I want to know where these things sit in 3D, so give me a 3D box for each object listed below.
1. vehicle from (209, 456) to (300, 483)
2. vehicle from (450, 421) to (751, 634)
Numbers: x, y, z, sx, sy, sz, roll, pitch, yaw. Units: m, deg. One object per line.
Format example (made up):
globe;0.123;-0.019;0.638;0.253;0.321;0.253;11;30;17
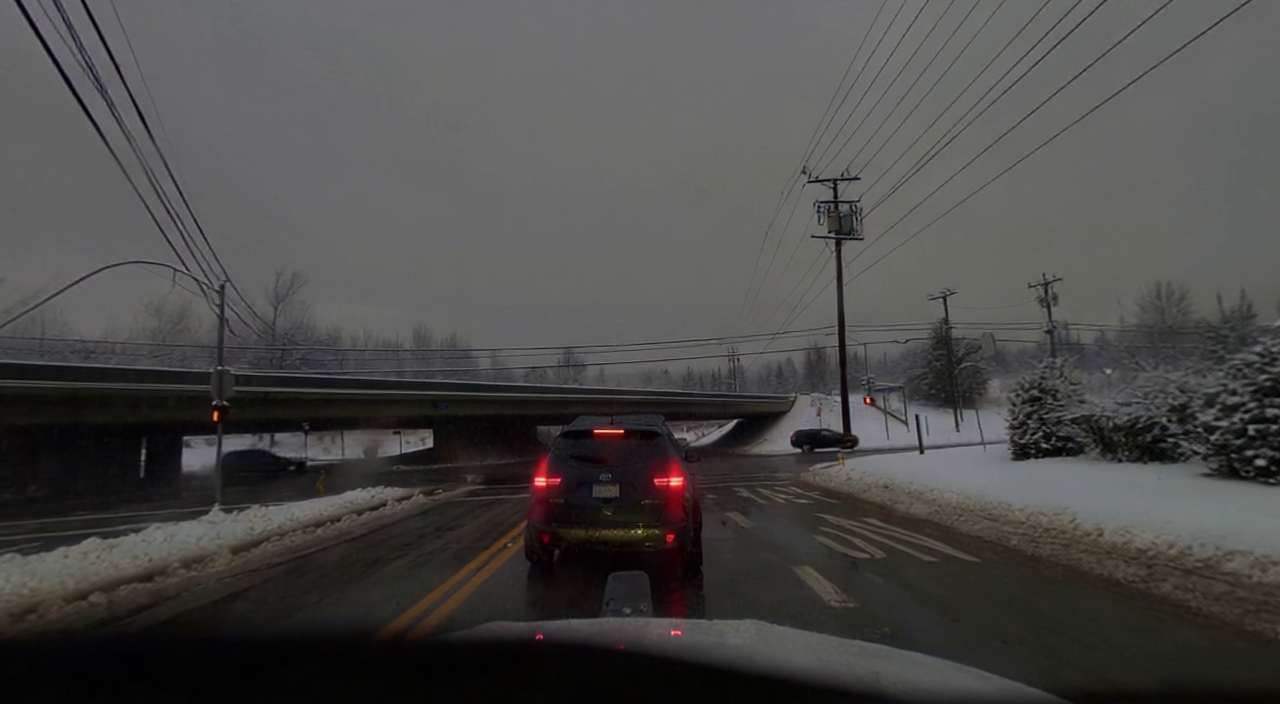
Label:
vehicle;-24.783;7.538;40.635;1.808;1.539;4.600;-8;-11;40
vehicle;-0.239;1.529;6.467;2.090;1.458;4.033;-1;-9;1
